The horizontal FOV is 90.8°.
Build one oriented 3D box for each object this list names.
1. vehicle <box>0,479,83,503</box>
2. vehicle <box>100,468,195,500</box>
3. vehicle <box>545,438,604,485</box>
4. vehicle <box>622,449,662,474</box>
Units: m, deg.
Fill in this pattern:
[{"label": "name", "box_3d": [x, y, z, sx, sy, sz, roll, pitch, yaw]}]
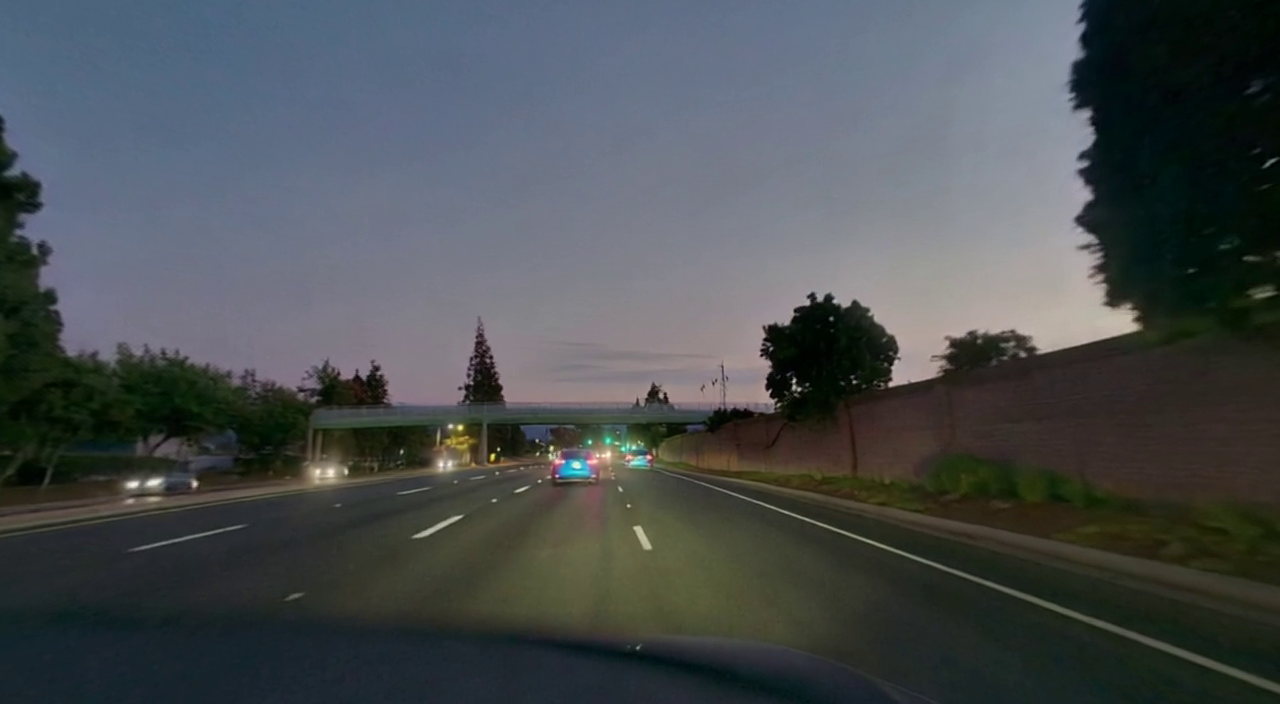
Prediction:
[{"label": "vehicle", "box_3d": [-41.751, 9.640, 44.028, 3.993, 1.486, 1.714, 1, -9, -7]}, {"label": "vehicle", "box_3d": [-28.000, 7.477, 36.135, 1.965, 1.511, 4.498, 1, -9, -4]}, {"label": "vehicle", "box_3d": [-2.614, 4.496, 26.239, 2.223, 1.771, 4.581, 1, -9, -4]}, {"label": "vehicle", "box_3d": [0.058, 6.914, 40.141, 2.205, 1.509, 4.272, 1, -9, -4]}]
